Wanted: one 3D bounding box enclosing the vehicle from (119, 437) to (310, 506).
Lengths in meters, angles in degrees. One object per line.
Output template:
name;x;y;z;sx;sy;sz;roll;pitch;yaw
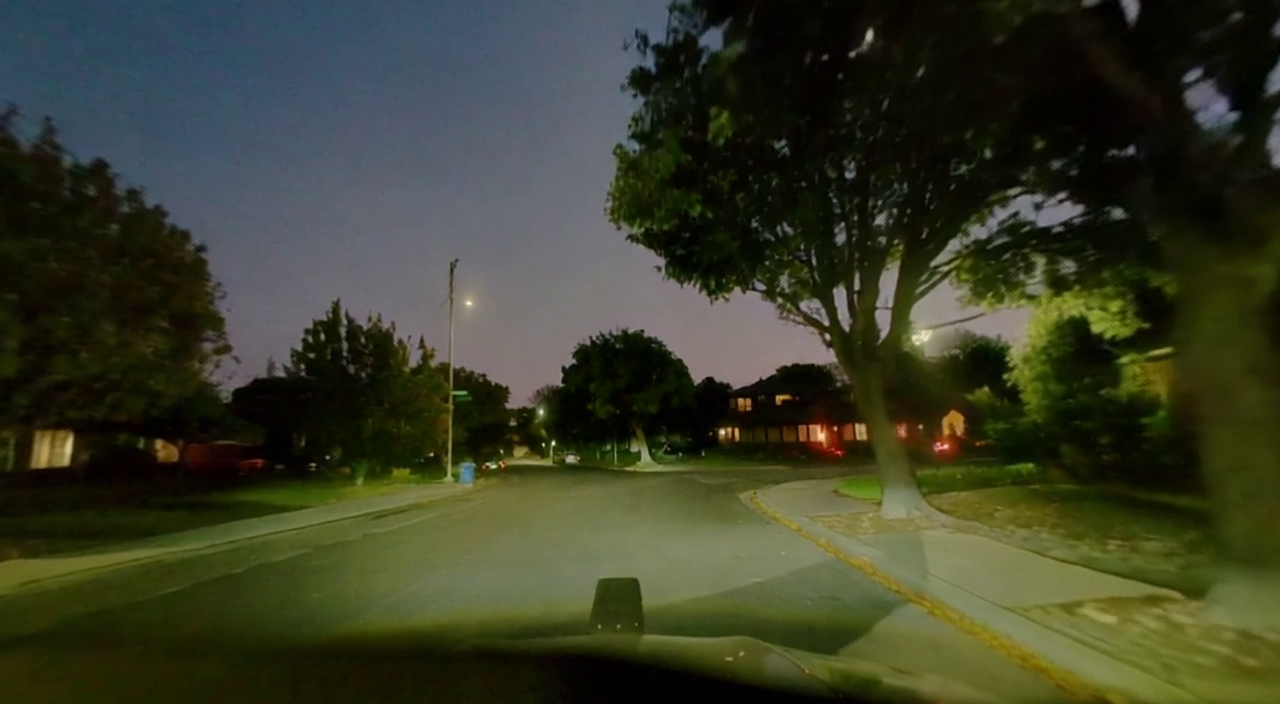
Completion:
vehicle;-14.756;4.186;22.302;5.045;1.835;2.315;-3;-10;-12
